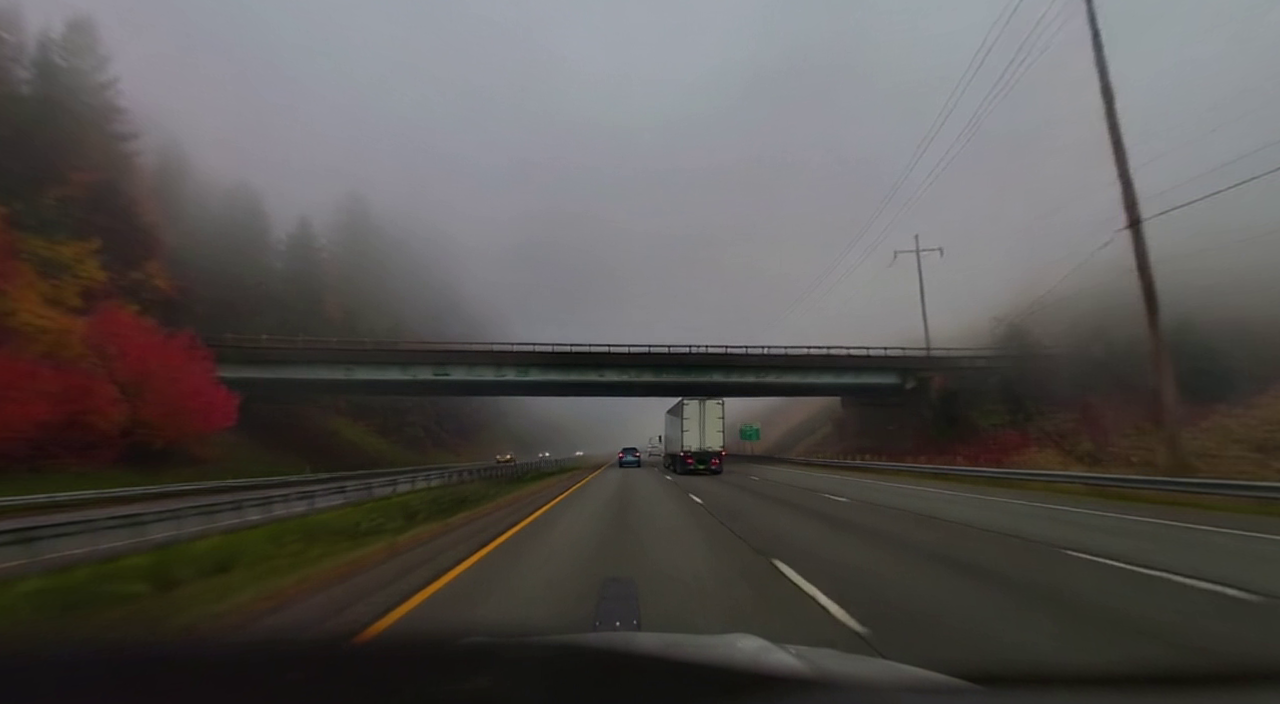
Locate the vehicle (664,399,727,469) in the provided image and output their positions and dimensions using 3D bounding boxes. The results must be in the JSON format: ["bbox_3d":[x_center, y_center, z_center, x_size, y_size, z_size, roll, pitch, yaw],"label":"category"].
[{"bbox_3d":[3.664,6.112,45.538,2.956,4.281,14.327,0,-9,-1],"label":"vehicle"}]

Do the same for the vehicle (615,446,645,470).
[{"bbox_3d":[-0.672,7.063,41.925,1.961,1.454,3.755,0,-9,-1],"label":"vehicle"}]
